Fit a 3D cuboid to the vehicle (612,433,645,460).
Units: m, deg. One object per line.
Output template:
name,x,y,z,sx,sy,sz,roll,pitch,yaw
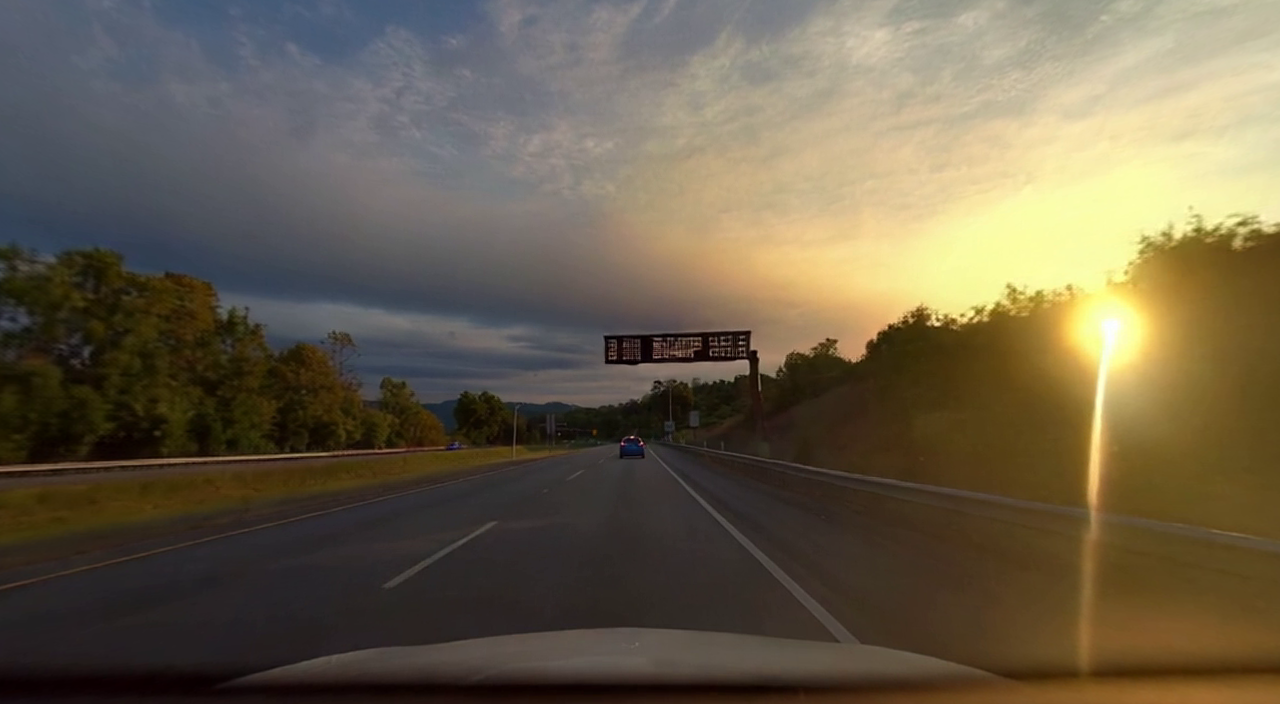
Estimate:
vehicle,-0.770,6.507,43.531,2.180,1.717,4.139,0,-8,-1
